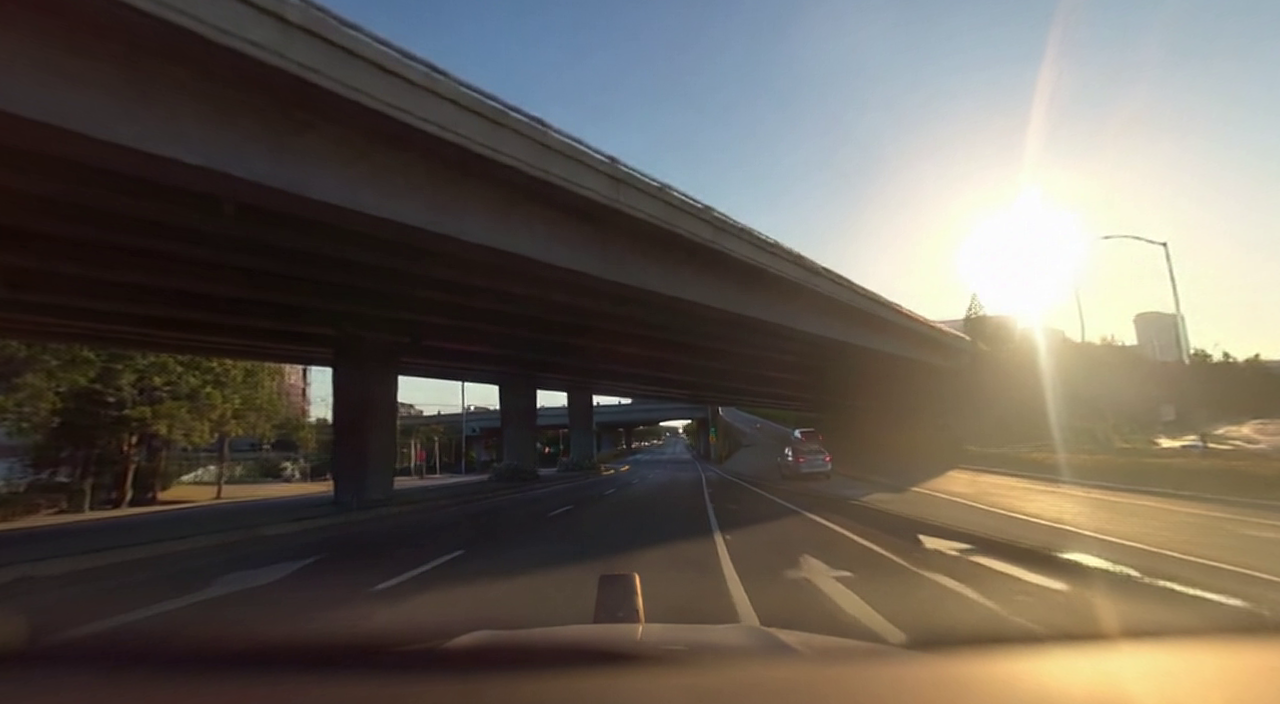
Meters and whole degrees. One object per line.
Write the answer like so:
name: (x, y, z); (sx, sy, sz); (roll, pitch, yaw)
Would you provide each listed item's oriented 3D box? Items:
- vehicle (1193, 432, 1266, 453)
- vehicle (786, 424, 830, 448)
vehicle: (43.495, 6.708, 46.671); (1.812, 1.481, 3.505); (1, -8, -6)
vehicle: (11.332, 5.737, 42.806); (2.048, 1.516, 3.874); (-1, -8, 2)
